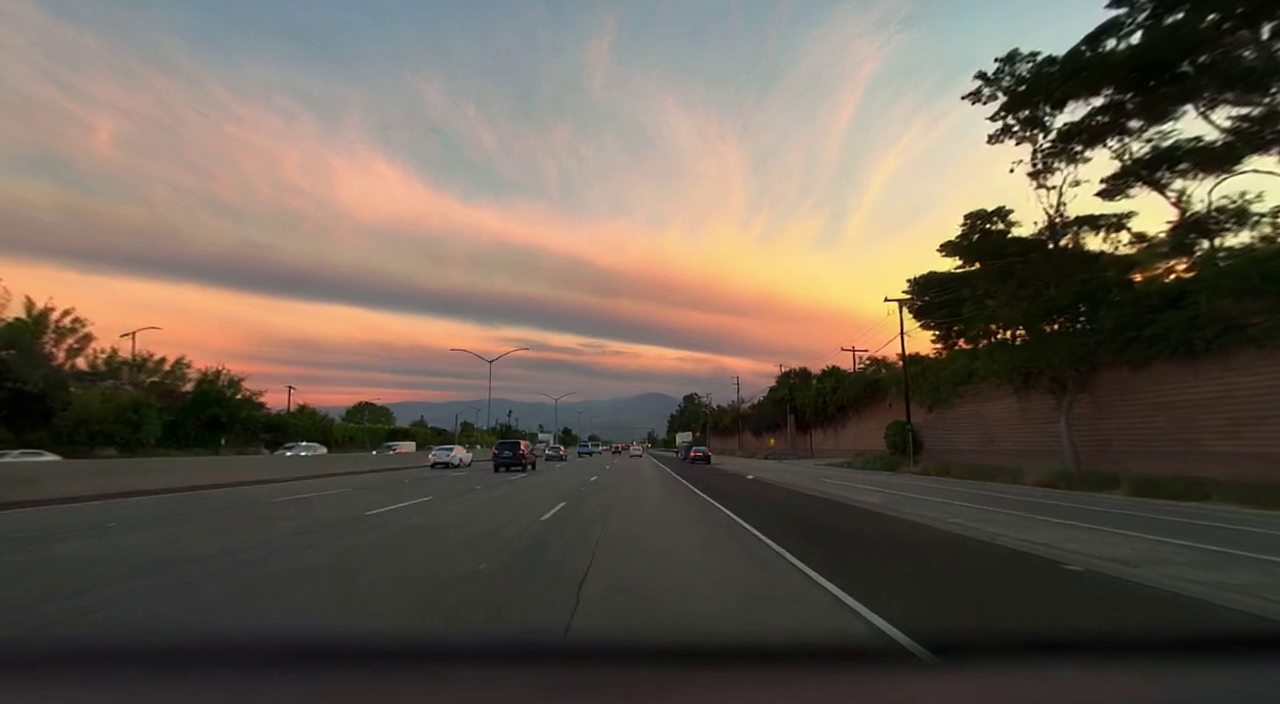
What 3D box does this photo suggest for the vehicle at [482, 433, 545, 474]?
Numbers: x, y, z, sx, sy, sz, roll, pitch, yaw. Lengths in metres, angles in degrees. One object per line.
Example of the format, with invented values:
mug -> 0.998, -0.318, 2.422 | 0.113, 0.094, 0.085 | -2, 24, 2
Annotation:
vehicle -> -6.471, 5.268, 32.776 | 2.255, 1.934, 4.868 | 1, -9, 0

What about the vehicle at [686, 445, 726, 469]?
vehicle -> 4.484, 7.226, 43.386 | 2.251, 1.520, 4.550 | 1, -9, -1

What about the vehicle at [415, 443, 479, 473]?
vehicle -> -10.317, 5.676, 34.047 | 2.042, 1.485, 4.395 | 0, -9, 0

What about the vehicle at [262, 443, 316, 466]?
vehicle -> -23.100, 6.725, 41.579 | 1.527, 1.415, 3.464 | 1, -9, 0
